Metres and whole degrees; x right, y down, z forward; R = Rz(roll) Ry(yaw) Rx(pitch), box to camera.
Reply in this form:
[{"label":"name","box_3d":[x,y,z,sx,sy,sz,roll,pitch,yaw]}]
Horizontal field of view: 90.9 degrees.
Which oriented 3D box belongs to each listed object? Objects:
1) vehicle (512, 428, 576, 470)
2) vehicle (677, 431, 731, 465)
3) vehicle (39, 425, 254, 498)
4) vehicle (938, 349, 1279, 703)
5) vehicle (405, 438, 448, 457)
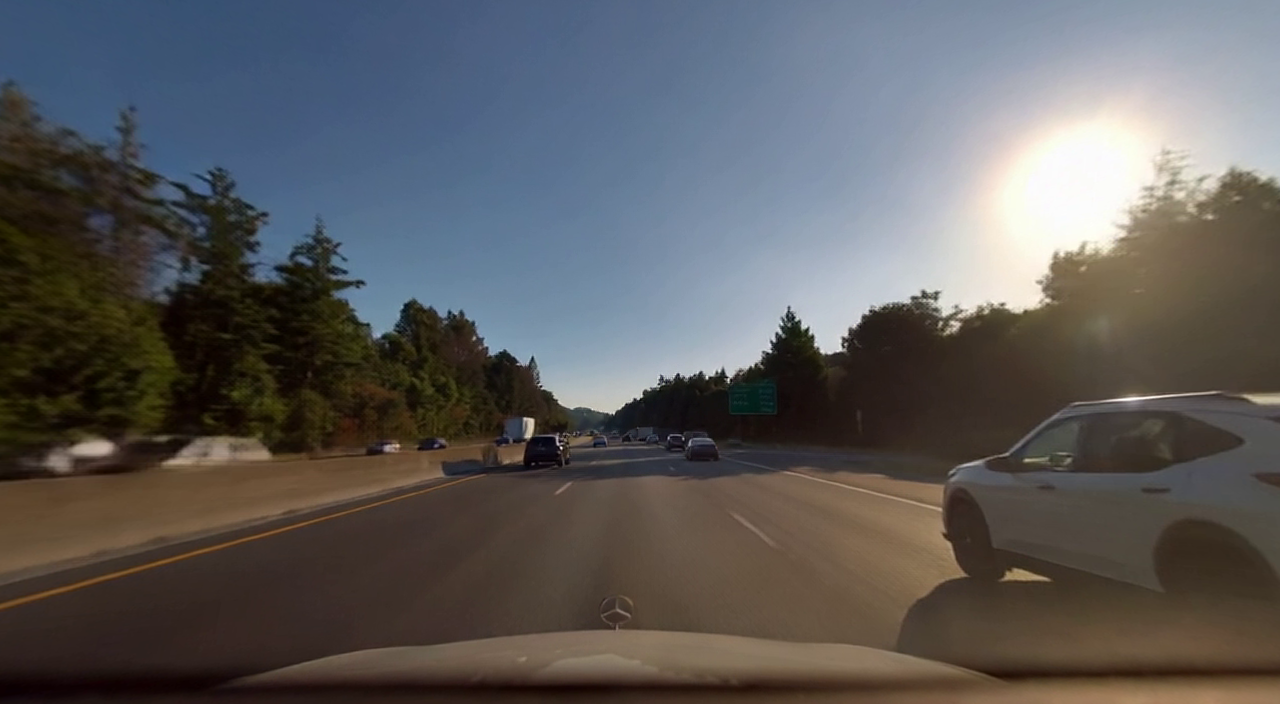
[{"label":"vehicle","box_3d":[-3.960,4.084,26.792,2.011,1.614,4.808,0,-8,0]},{"label":"vehicle","box_3d":[2.917,4.510,29.729,1.990,1.480,3.865,1,-8,-2]},{"label":"vehicle","box_3d":[-12.111,2.690,15.978,1.906,1.562,4.429,0,-8,-1]},{"label":"vehicle","box_3d":[3.588,0.875,2.999,1.949,1.639,4.748,0,-8,-1]},{"label":"vehicle","box_3d":[-16.722,7.459,49.521,1.863,1.450,4.406,0,-8,-1]}]
